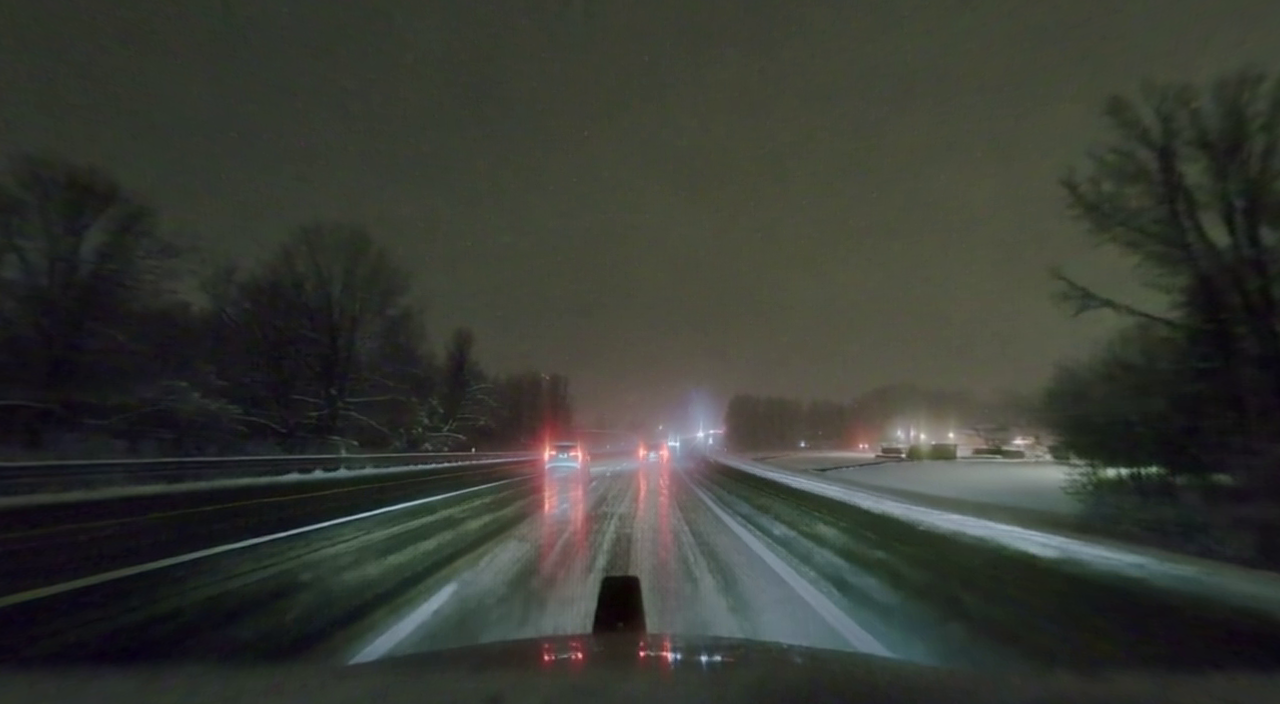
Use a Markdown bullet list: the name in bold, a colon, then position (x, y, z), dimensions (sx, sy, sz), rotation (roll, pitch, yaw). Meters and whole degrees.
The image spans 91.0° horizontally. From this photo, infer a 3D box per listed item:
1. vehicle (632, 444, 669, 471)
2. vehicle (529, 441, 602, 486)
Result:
- **vehicle**: position (0.646, 6.390, 38.191), dimensions (2.129, 1.502, 4.321), rotation (0, -9, 1)
- **vehicle**: position (-2.738, 4.263, 24.316), dimensions (2.129, 1.563, 4.387), rotation (0, -9, 2)
